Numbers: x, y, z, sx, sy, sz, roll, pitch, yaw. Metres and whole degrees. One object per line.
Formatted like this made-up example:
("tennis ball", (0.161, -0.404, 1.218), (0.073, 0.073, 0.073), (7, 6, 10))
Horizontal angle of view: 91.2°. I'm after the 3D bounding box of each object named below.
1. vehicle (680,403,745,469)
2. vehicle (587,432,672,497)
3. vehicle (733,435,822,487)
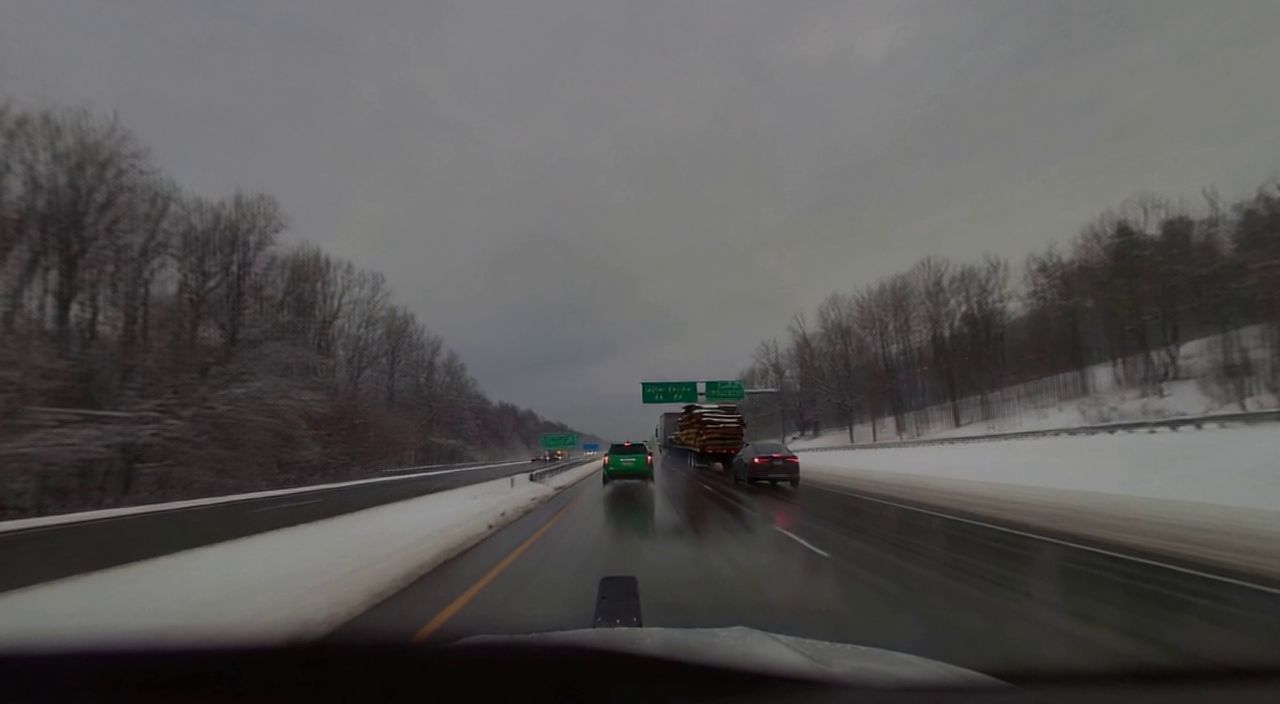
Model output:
("vehicle", (4.585, 5.634, 41.530), (3.125, 3.895, 8.461), (0, -9, -1))
("vehicle", (-0.280, 3.302, 18.784), (2.263, 1.699, 3.936), (-1, -9, 0))
("vehicle", (4.864, 3.925, 22.920), (2.057, 1.660, 4.525), (0, -9, -2))
